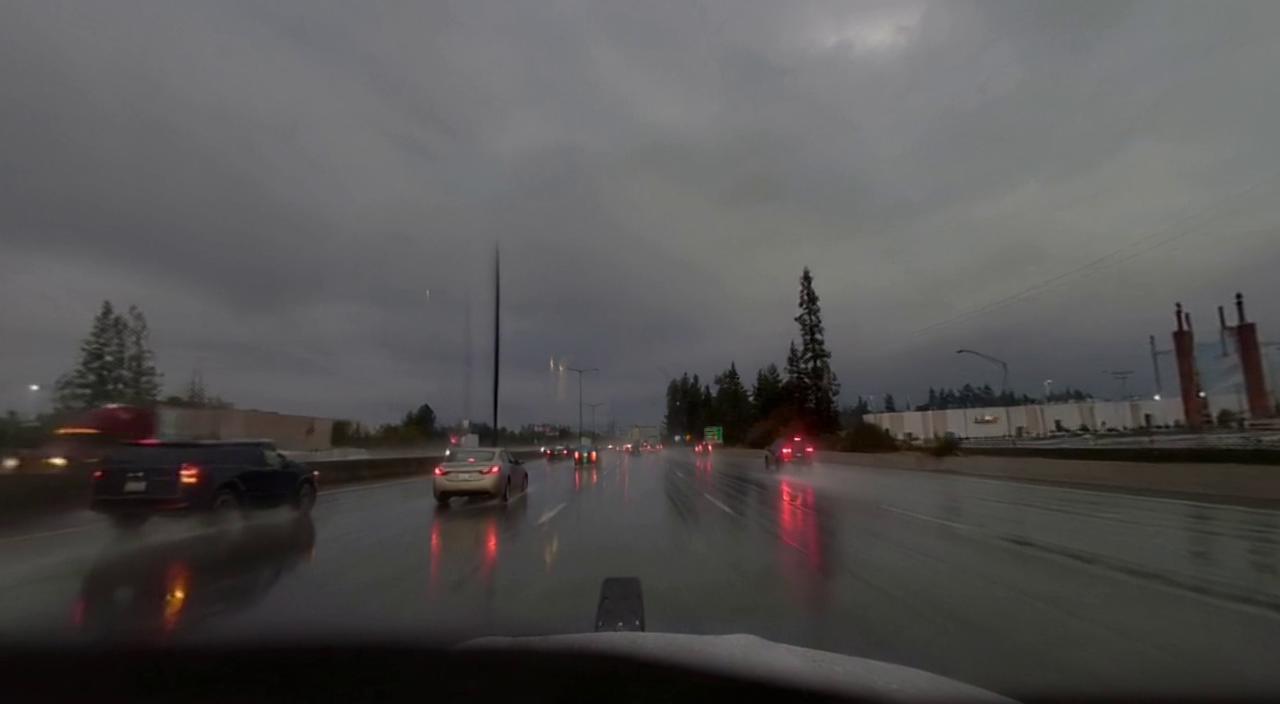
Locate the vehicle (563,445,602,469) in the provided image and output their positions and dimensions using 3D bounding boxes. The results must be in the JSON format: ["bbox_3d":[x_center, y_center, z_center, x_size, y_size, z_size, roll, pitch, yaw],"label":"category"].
[{"bbox_3d":[-3.625,6.716,40.581,2.078,1.464,4.093,0,-9,0],"label":"vehicle"}]

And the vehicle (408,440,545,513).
[{"bbox_3d":[-3.690,2.899,15.236,2.047,1.469,4.614,0,-9,0],"label":"vehicle"}]

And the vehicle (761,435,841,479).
[{"bbox_3d":[6.919,4.569,27.685,2.147,1.769,4.666,0,-9,-1],"label":"vehicle"}]

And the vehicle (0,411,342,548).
[{"bbox_3d":[-7.544,2.068,10.899,2.310,1.787,4.955,0,-9,1],"label":"vehicle"}]
